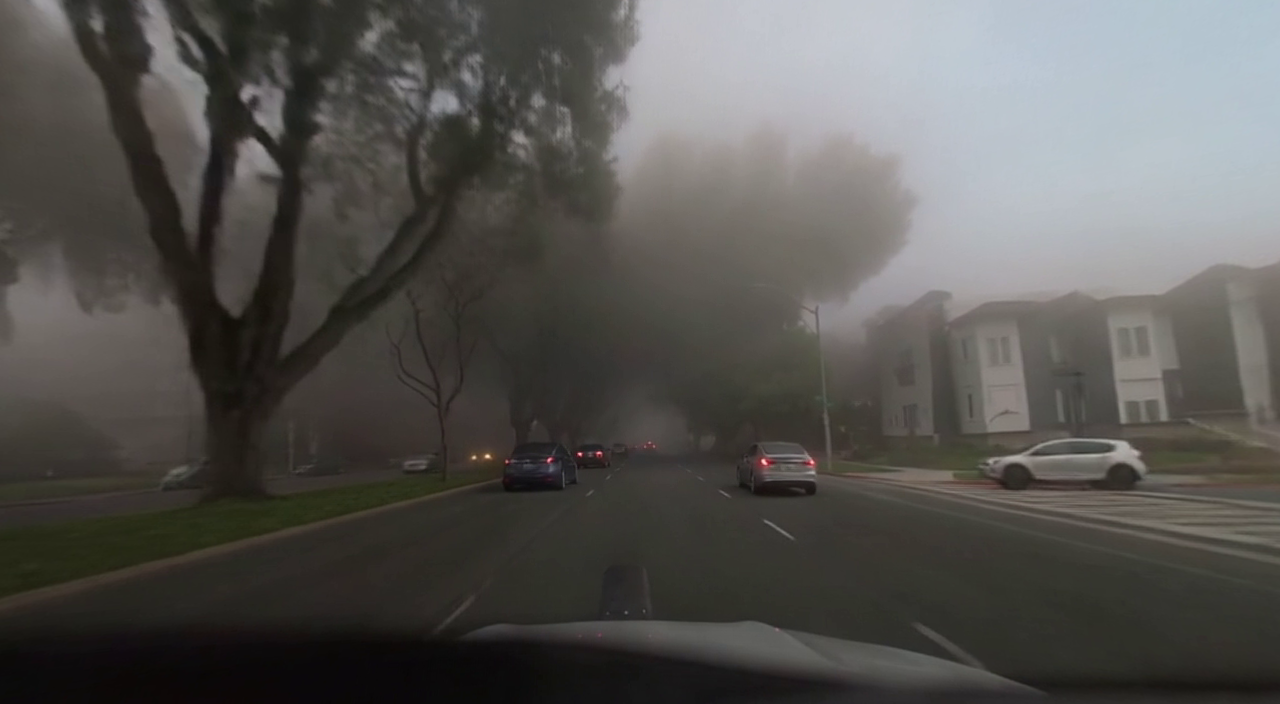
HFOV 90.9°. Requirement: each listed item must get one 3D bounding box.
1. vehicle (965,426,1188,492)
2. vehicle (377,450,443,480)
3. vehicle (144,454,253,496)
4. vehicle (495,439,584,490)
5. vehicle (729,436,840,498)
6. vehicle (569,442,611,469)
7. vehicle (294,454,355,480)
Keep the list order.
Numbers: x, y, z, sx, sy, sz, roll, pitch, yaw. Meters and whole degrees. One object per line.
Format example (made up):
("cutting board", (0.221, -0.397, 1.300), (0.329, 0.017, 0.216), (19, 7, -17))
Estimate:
("vehicle", (12.205, 3.024, 18.010), (4.717, 1.733, 1.994), (-2, -9, 10))
("vehicle", (-12.470, 6.123, 34.465), (1.871, 1.478, 4.489), (0, -8, 1))
("vehicle", (-22.313, 6.180, 32.152), (2.073, 1.878, 4.912), (0, -8, -1))
("vehicle", (-3.125, 3.604, 20.565), (2.053, 1.480, 4.381), (0, -8, 2))
("vehicle", (3.813, 3.117, 17.539), (2.010, 1.486, 4.498), (0, -8, 0))
("vehicle", (-2.950, 6.158, 37.830), (1.988, 1.497, 4.404), (0, -8, 2))
("vehicle", (-22.257, 8.102, 44.630), (1.960, 1.698, 4.446), (0, -8, 1))
